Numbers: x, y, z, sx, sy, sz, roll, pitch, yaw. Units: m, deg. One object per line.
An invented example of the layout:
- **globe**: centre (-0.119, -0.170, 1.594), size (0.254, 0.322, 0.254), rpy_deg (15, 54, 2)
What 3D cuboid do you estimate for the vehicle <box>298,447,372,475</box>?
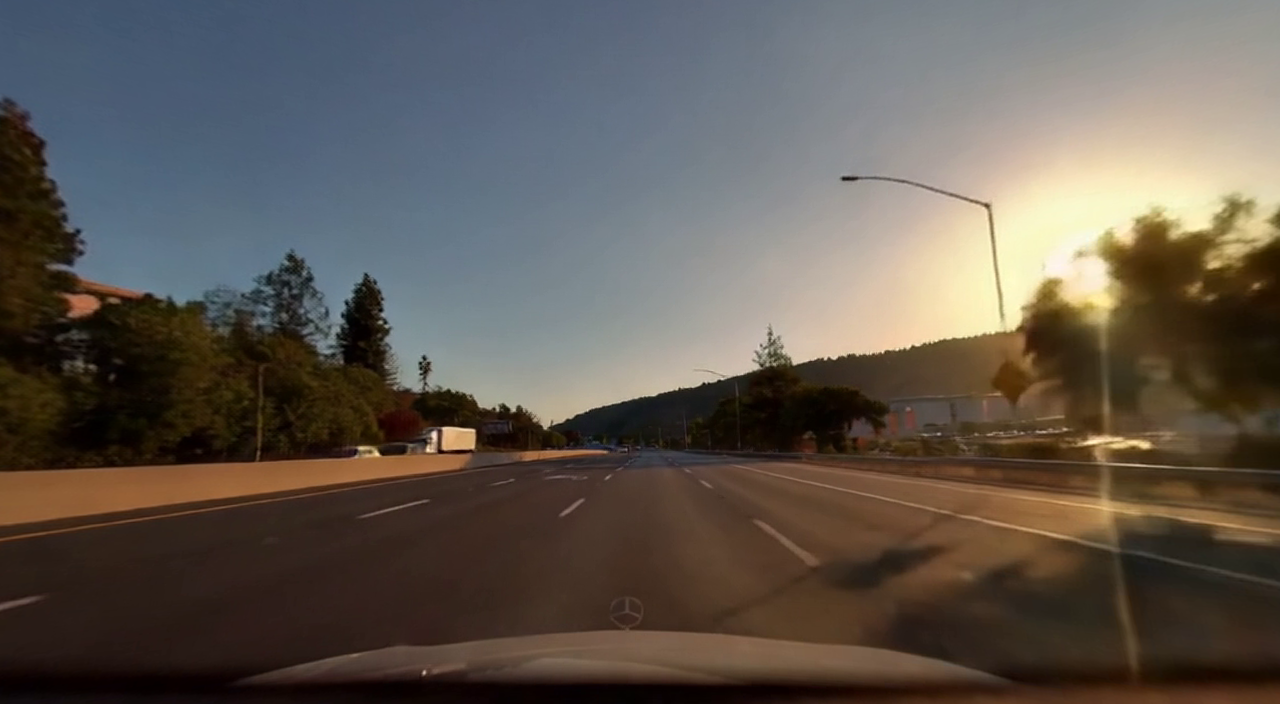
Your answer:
- **vehicle**: centre (-18.054, 6.457, 37.616), size (2.033, 1.537, 4.607), rpy_deg (0, -8, 1)
